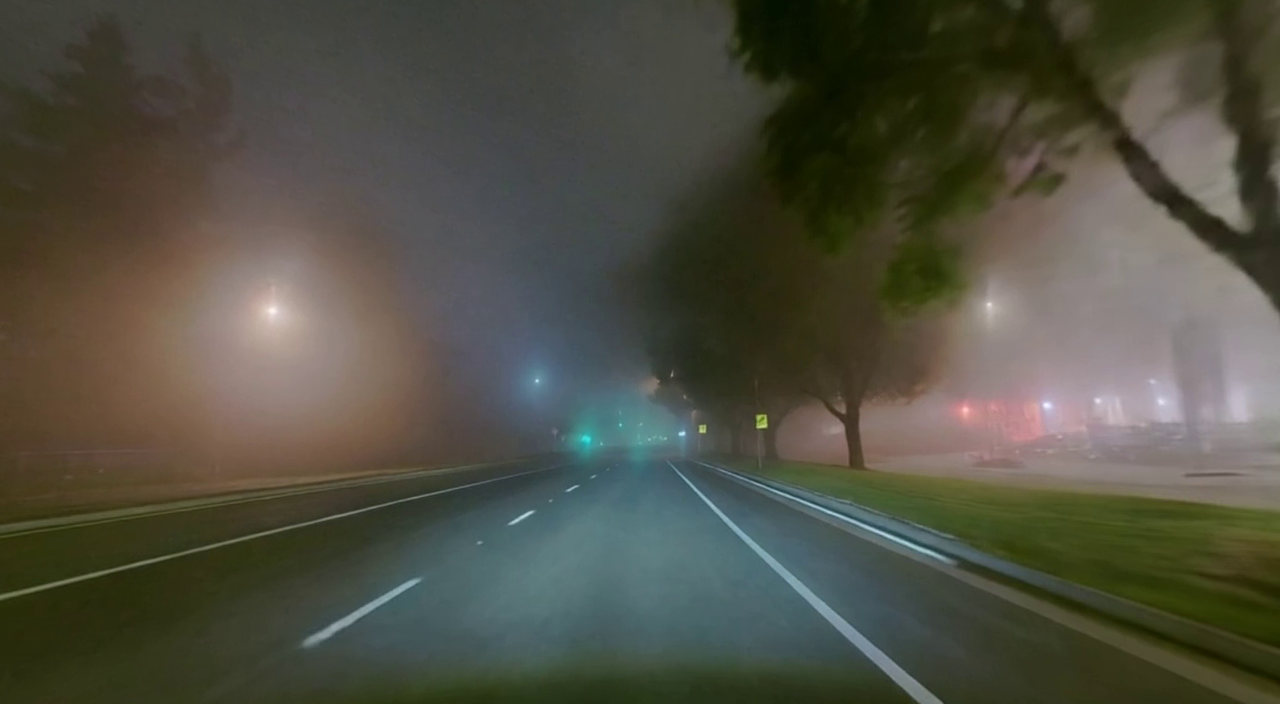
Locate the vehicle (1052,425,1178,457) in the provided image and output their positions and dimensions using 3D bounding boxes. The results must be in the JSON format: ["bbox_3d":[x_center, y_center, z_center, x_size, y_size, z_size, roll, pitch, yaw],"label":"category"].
[{"bbox_3d":[22.012,4.157,29.345,4.271,1.424,1.941,0,-8,1],"label":"vehicle"}]
